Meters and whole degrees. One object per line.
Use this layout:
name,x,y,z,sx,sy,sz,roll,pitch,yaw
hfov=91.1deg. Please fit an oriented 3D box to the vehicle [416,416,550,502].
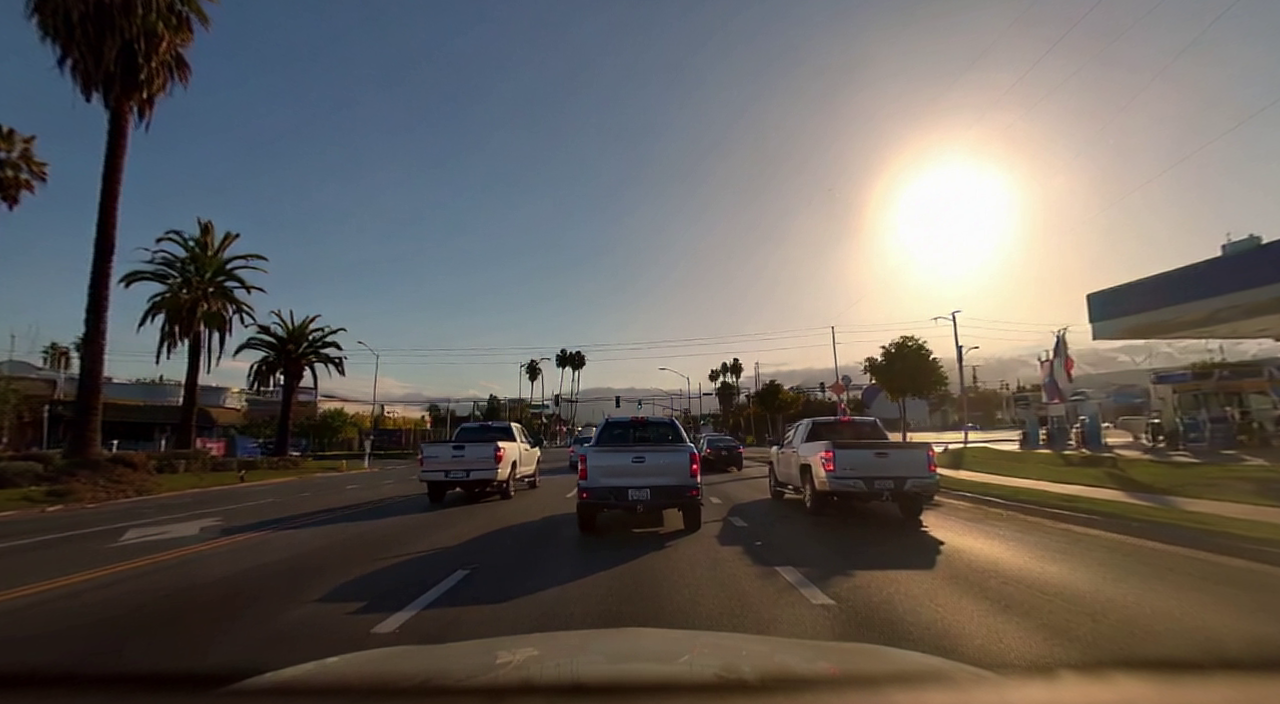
vehicle,-3.683,2.624,15.756,2.071,1.811,4.605,0,-8,1

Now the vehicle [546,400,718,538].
vehicle,-0.054,1.971,11.225,2.295,1.835,5.471,0,-8,1

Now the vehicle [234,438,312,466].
vehicle,-29.001,7.931,49.981,2.543,2.092,6.613,1,-8,-4

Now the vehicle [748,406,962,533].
vehicle,3.611,2.114,11.958,2.120,1.828,5.531,0,-8,0
